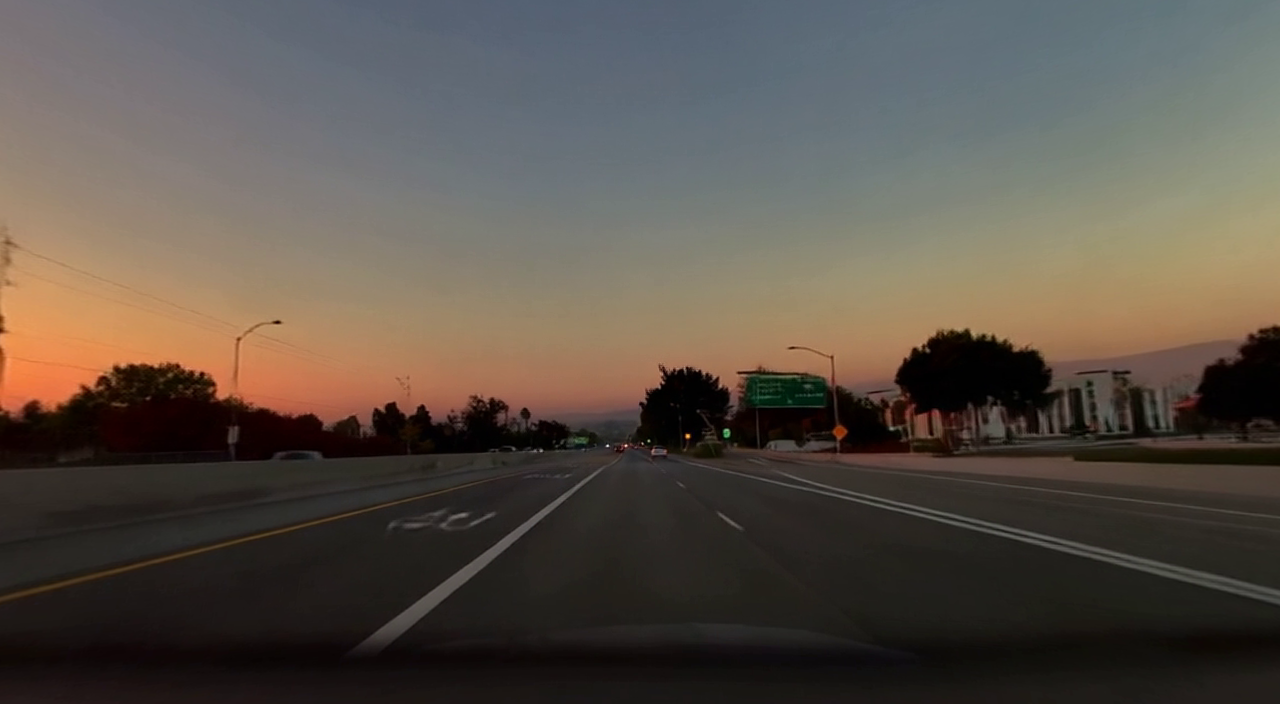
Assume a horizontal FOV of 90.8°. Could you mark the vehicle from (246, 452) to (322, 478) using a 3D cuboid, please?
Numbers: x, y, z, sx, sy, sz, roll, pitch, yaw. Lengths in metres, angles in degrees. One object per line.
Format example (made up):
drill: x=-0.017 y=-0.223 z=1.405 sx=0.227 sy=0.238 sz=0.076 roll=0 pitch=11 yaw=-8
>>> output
vehicle: x=-22.223 y=7.036 z=39.689 sx=1.908 sy=1.506 sz=4.951 roll=0 pitch=-9 yaw=-1
